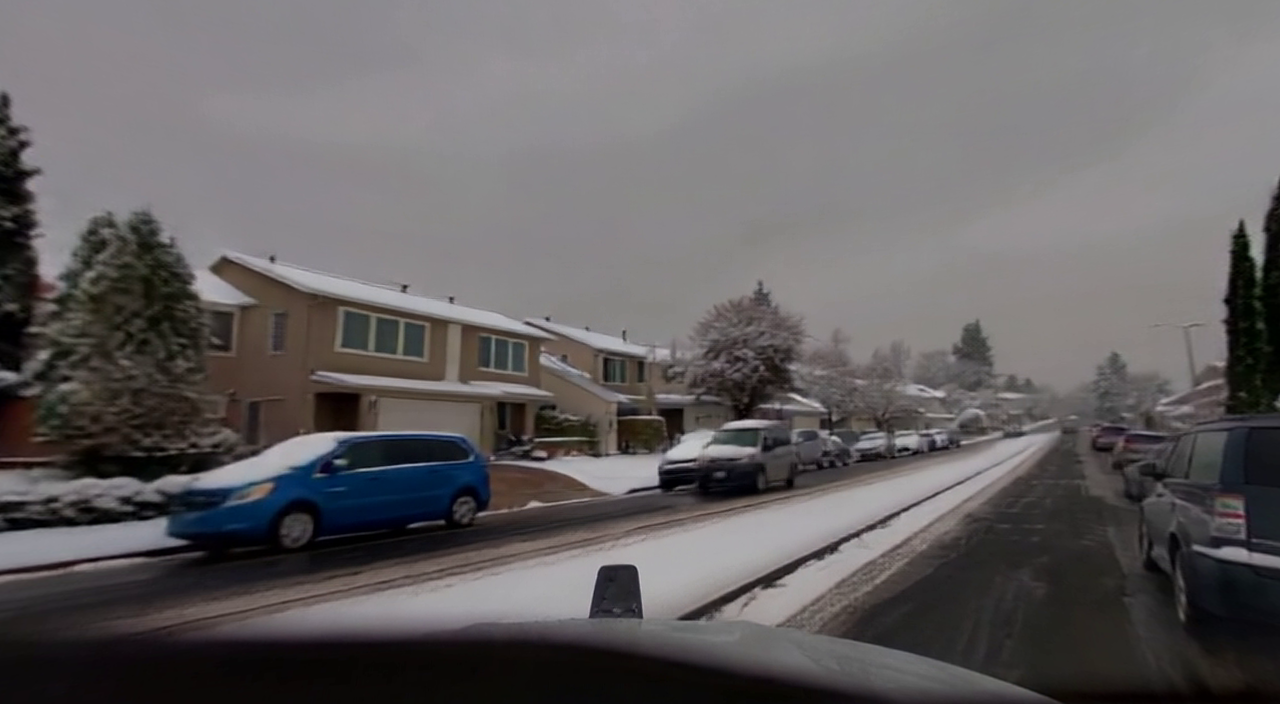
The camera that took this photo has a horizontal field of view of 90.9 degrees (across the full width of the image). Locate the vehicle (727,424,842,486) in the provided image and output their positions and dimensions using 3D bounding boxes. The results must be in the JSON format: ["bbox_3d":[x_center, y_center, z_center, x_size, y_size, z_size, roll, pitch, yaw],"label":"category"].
[{"bbox_3d":[4.815,3.283,20.487,1.872,1.670,4.428,-10,-11,35],"label":"vehicle"}]

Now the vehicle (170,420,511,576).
[{"bbox_3d":[-3.603,1.664,8.178,1.798,1.507,3.513,-4,-8,32],"label":"vehicle"}]

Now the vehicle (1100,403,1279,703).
[{"bbox_3d":[4.750,1.178,4.393,2.008,1.507,4.226,-5,-9,31],"label":"vehicle"}]

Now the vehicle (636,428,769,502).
[{"bbox_3d":[1.699,2.744,15.911,1.828,1.488,3.785,-5,-7,32],"label":"vehicle"}]

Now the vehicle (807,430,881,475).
[{"bbox_3d":[8.175,3.953,25.052,1.734,1.549,3.465,-10,-11,33],"label":"vehicle"}]

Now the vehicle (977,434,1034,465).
[{"bbox_3d":[19.169,5.042,32.947,1.889,1.505,3.849,-7,-10,39],"label":"vehicle"}]

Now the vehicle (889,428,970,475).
[{"bbox_3d":[11.573,3.896,25.030,1.959,1.670,4.255,-6,-10,37],"label":"vehicle"}]
